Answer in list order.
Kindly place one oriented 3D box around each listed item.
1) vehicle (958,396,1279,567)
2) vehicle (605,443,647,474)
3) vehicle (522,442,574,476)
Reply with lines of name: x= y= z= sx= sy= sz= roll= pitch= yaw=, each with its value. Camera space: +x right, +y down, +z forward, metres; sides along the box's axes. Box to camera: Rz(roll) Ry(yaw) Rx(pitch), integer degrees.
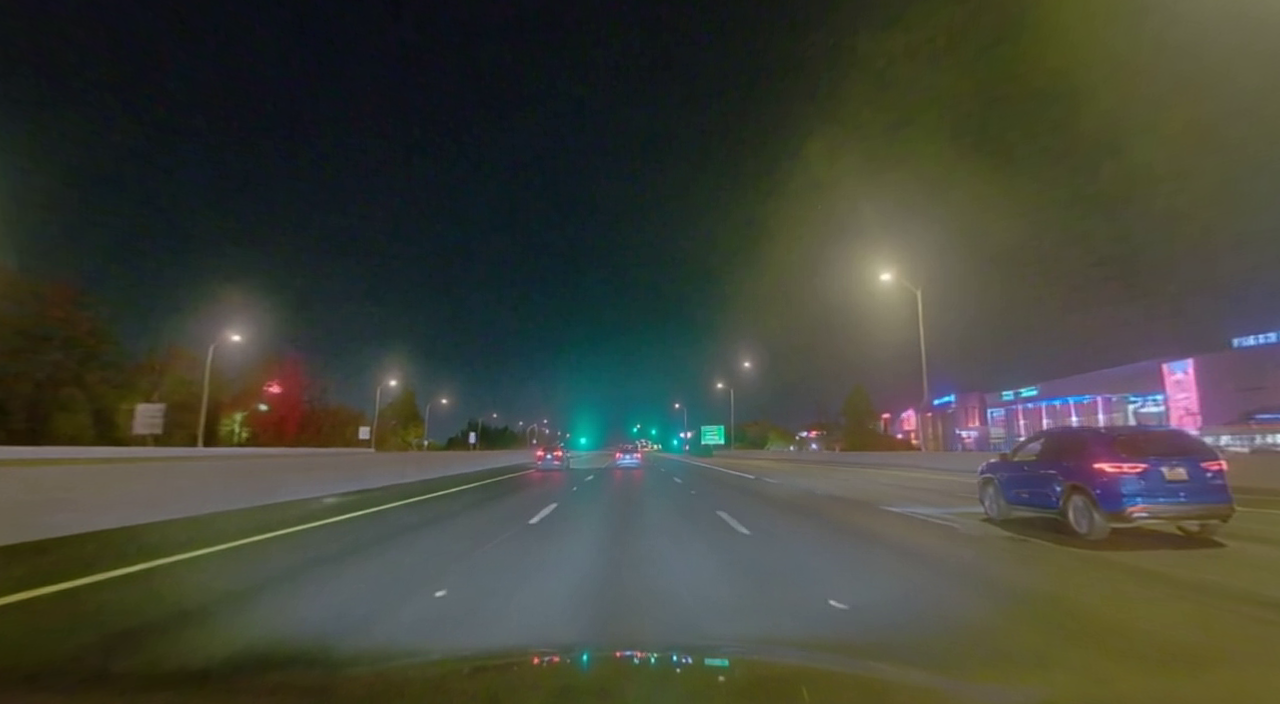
vehicle: x=6.955 y=1.731 z=9.185 sx=2.028 sy=1.801 sz=4.741 roll=0 pitch=-9 yaw=-2
vehicle: x=-0.745 y=5.442 z=32.464 sx=1.997 sy=1.485 sz=4.094 roll=0 pitch=-9 yaw=-2
vehicle: x=-4.358 y=5.130 z=30.578 sx=1.886 sy=1.465 sz=4.625 roll=0 pitch=-9 yaw=0
